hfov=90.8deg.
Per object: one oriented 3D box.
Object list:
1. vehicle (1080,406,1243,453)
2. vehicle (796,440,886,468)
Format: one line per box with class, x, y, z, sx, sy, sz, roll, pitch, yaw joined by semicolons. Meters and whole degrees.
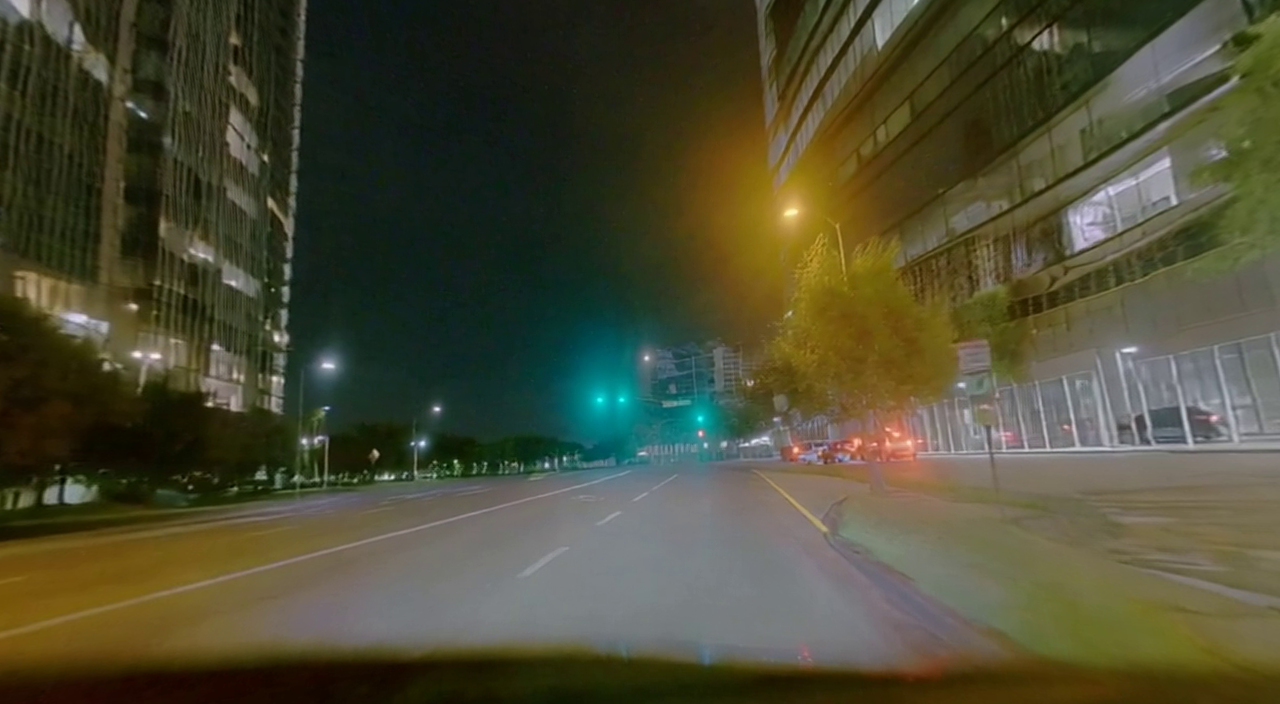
vehicle;21.225;3.251;26.002;4.871;1.757;2.014;-7;-11;37
vehicle;10.435;5.266;32.776;4.218;1.385;1.830;4;-9;-24
